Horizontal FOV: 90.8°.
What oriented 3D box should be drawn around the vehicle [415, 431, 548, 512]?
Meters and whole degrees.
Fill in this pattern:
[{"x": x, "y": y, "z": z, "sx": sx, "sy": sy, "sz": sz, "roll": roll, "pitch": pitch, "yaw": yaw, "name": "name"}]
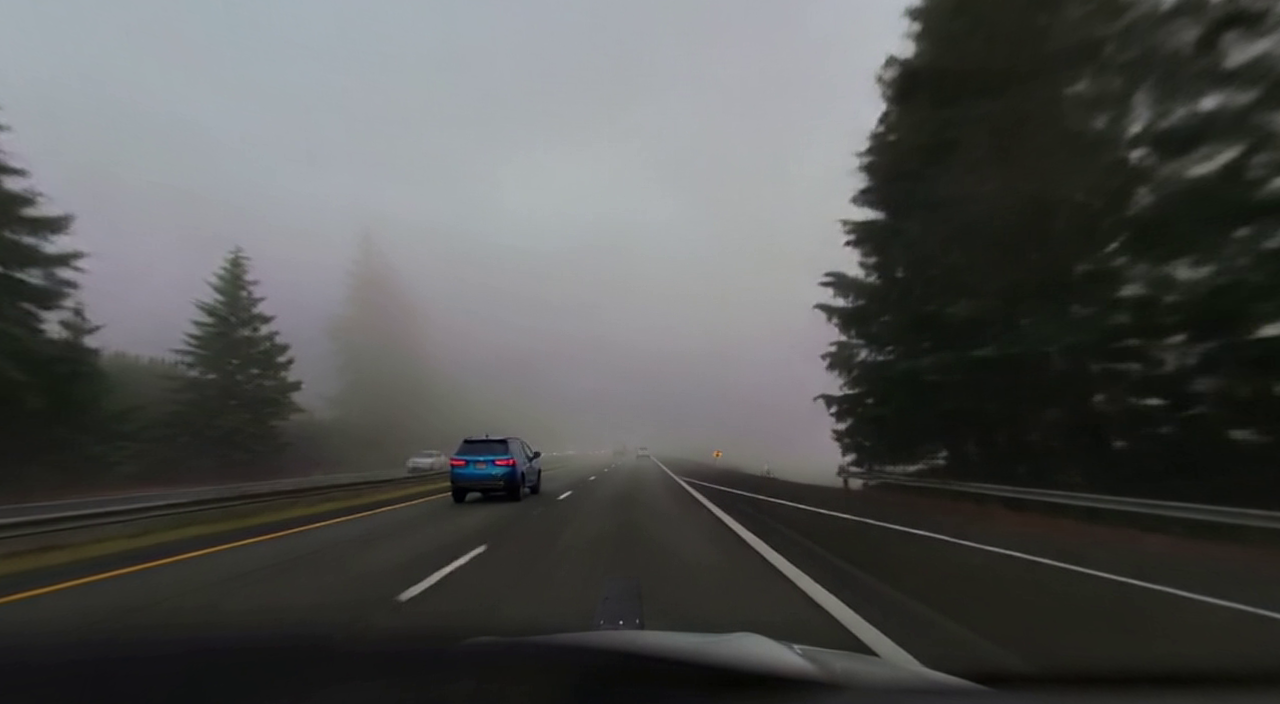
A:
[{"x": -3.728, "y": 2.914, "z": 15.883, "sx": 2.110, "sy": 1.727, "sz": 4.607, "roll": 0, "pitch": -9, "yaw": 0, "name": "vehicle"}]
